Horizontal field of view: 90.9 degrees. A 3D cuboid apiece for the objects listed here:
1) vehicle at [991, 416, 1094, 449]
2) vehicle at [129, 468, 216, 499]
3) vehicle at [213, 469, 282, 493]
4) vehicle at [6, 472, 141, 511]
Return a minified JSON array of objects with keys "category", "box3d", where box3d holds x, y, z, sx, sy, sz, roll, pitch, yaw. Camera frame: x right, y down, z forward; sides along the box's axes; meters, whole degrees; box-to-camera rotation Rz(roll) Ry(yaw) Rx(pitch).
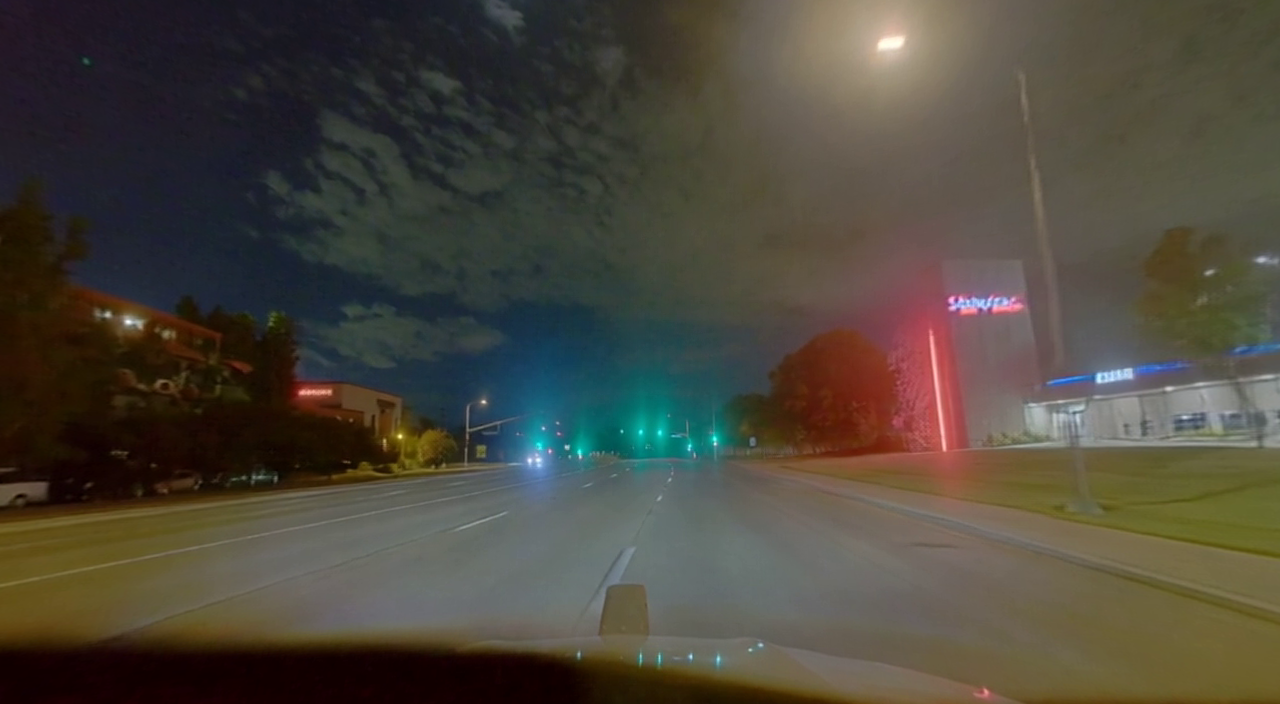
[{"category":"vehicle","box3d":[17.984,3.636,28.303,3.464,1.409,1.598,0,-9,4]},{"category":"vehicle","box3d":[-30.132,8.451,40.809,1.851,1.682,4.631,-1,-9,4]},{"category":"vehicle","box3d":[-29.465,9.667,47.488,1.906,1.486,4.617,-1,-9,5]},{"category":"vehicle","box3d":[-24.656,6.066,27.667,1.827,1.370,4.191,-1,-9,6]}]
